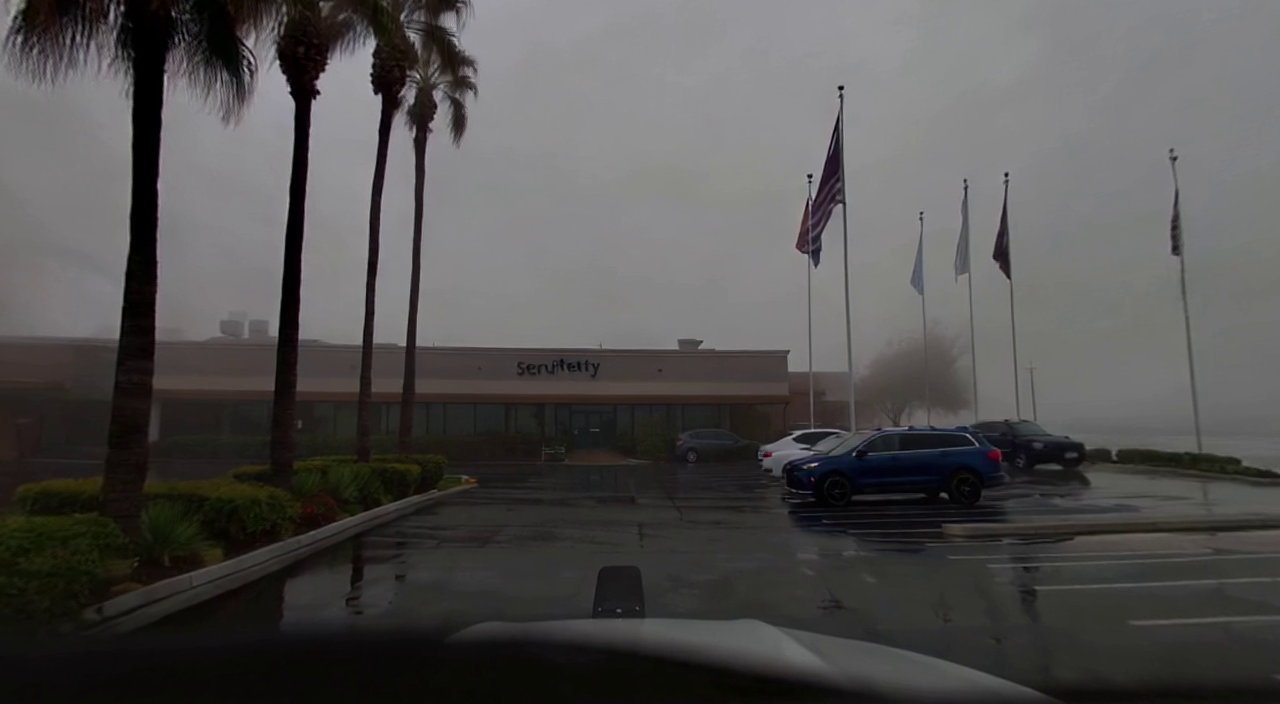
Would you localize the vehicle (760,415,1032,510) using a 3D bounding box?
[{"bbox_3d":[4.887,2.178,12.591,4.567,1.723,1.926,0,-8,0],"label":"vehicle"}]

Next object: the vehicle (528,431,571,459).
[{"bbox_3d":[-6.626,6.805,46.357,1.943,1.890,4.472,-3,-7,8],"label":"vehicle"}]
